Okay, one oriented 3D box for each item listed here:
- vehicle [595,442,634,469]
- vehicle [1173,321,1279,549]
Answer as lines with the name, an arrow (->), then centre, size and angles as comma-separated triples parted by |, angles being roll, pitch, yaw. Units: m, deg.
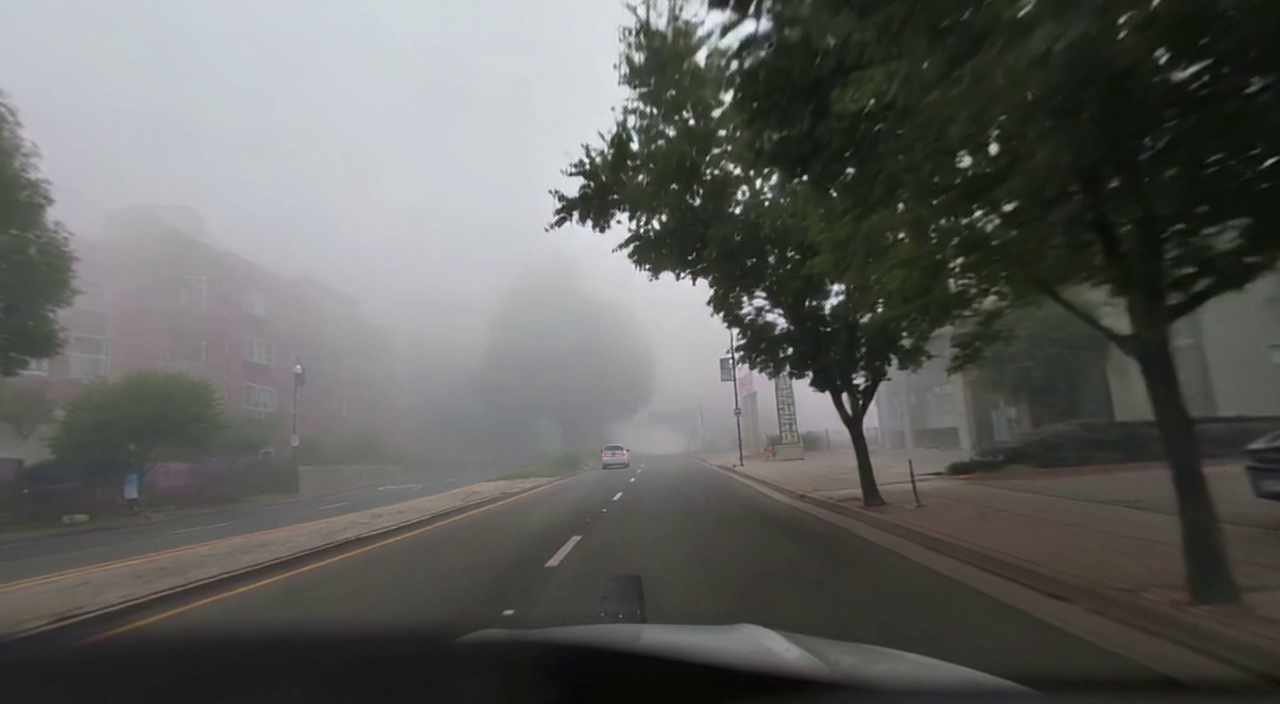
vehicle -> -1.656, 6.939, 42.461 | 2.235, 1.719, 4.292 | -1, -8, 2
vehicle -> 7.875, 0.639, 4.907 | 5.276, 1.850, 2.173 | -1, -9, 3
